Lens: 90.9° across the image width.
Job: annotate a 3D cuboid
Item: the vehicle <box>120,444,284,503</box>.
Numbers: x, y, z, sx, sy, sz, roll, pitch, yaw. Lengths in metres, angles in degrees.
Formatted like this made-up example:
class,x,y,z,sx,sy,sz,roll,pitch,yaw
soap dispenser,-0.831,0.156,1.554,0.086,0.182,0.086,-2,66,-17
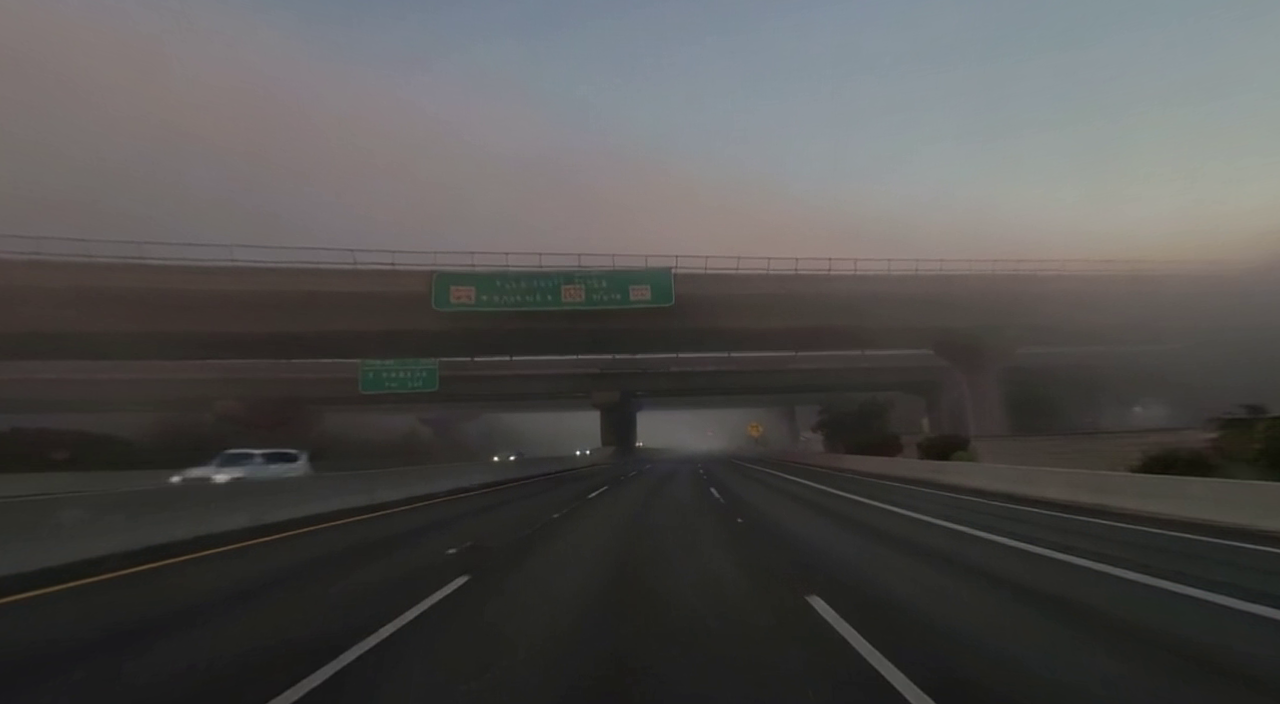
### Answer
class,x,y,z,sx,sy,sz,roll,pitch,yaw
vehicle,-13.595,3.755,19.980,1.960,1.530,4.344,-4,-9,3
